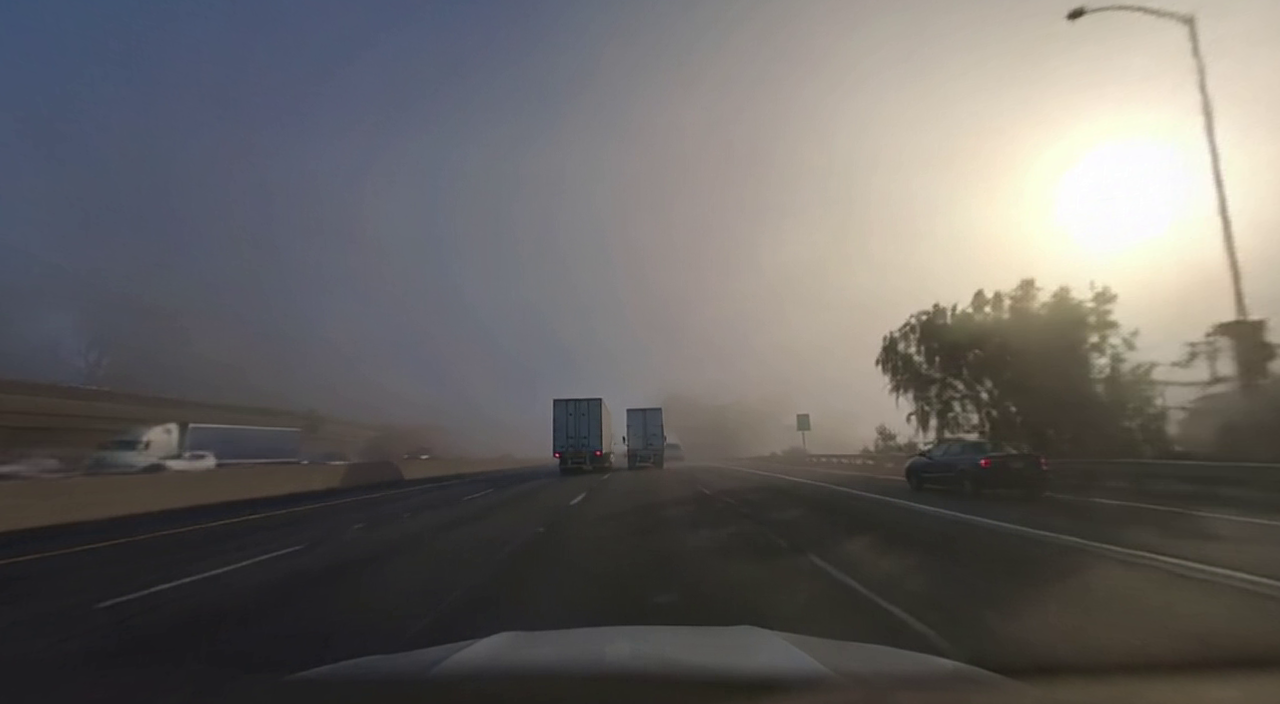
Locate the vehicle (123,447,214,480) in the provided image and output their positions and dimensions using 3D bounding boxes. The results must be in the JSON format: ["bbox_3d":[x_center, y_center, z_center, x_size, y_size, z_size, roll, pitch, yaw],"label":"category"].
[{"bbox_3d":[-32.086,7.587,43.149,2.106,2.068,5.160,-1,-8,2],"label":"vehicle"}]

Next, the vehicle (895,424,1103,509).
[{"bbox_3d":[7.612,2.470,14.032,1.969,1.560,4.394,0,-8,-1],"label":"vehicle"}]

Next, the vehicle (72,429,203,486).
[{"bbox_3d":[-35.971,7.544,45.630,3.034,3.749,7.583,-1,-8,0],"label":"vehicle"}]

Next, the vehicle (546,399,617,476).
[{"bbox_3d":[-3.232,5.292,38.529,2.962,3.947,11.574,-1,-8,1],"label":"vehicle"}]

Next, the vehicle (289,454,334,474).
[{"bbox_3d":[-25.347,8.636,48.770,1.526,1.405,3.436,-1,-8,2],"label":"vehicle"}]

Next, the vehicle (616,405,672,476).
[{"bbox_3d":[0.204,5.690,41.434,3.054,3.944,11.230,-2,-7,0],"label":"vehicle"}]
